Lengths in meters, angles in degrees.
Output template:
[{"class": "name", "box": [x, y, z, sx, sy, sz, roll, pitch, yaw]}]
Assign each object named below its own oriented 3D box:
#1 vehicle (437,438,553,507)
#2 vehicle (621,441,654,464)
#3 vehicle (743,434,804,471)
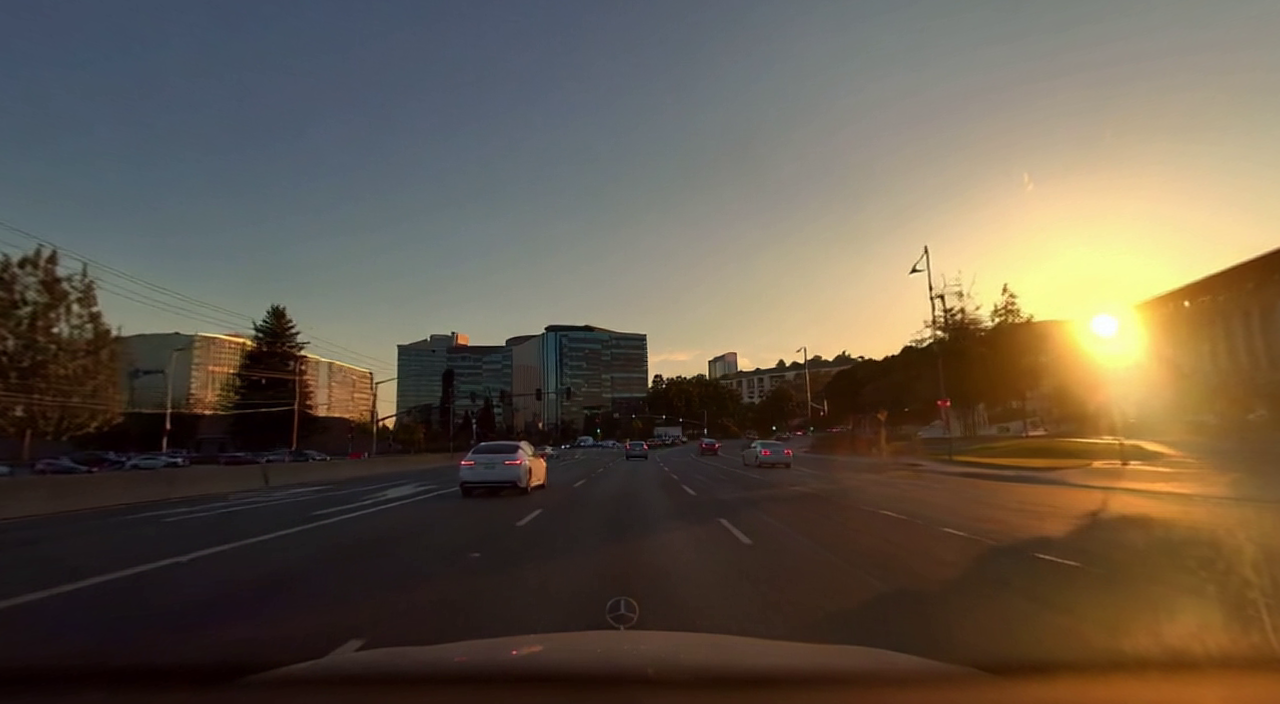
[{"class": "vehicle", "box": [-3.386, 2.890, 15.657, 1.837, 1.463, 4.311, 0, -8, 0]}, {"class": "vehicle", "box": [-0.179, 6.769, 42.554, 2.098, 1.431, 3.958, 0, -8, -1]}, {"class": "vehicle", "box": [6.539, 4.986, 31.416, 1.945, 1.706, 4.190, 0, -8, -2]}]
